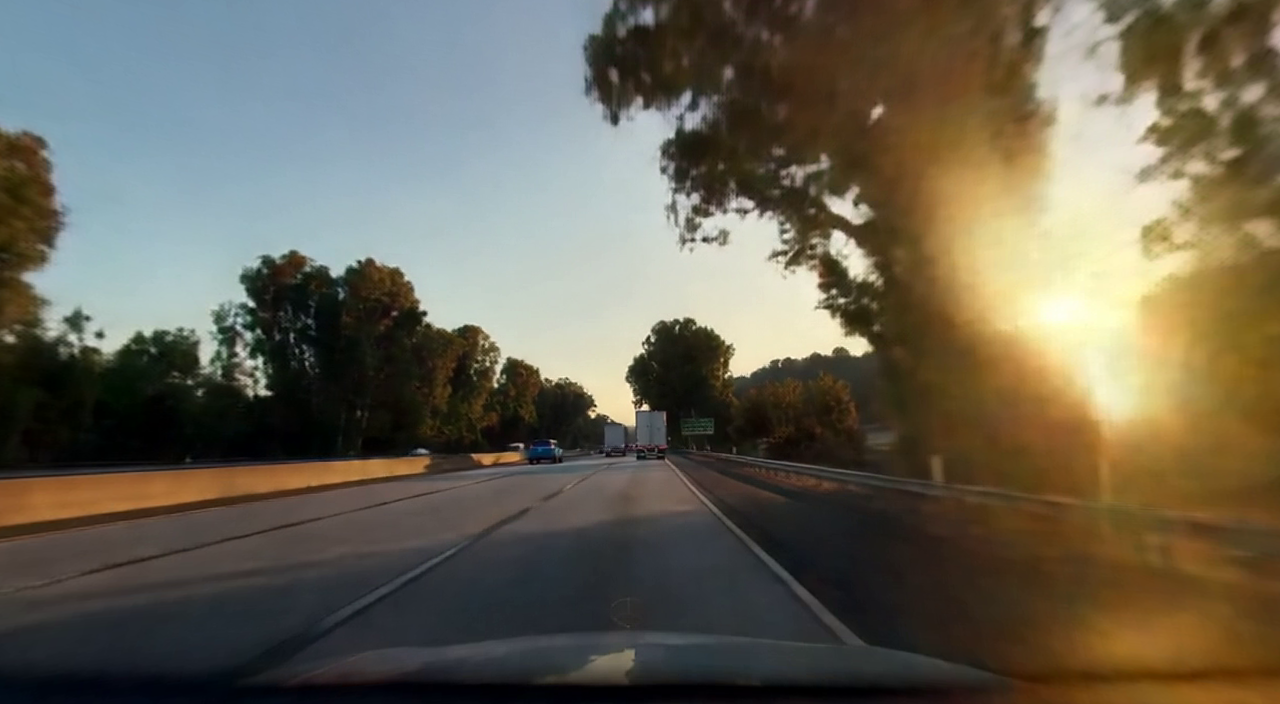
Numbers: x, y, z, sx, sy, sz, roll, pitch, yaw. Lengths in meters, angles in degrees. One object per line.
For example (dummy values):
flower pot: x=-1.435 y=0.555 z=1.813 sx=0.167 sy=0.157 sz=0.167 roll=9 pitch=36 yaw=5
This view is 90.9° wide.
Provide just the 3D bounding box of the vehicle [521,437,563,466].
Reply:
vehicle: x=-6.827 y=6.972 z=44.437 sx=2.149 sy=1.884 sz=4.627 roll=0 pitch=-8 yaw=2
